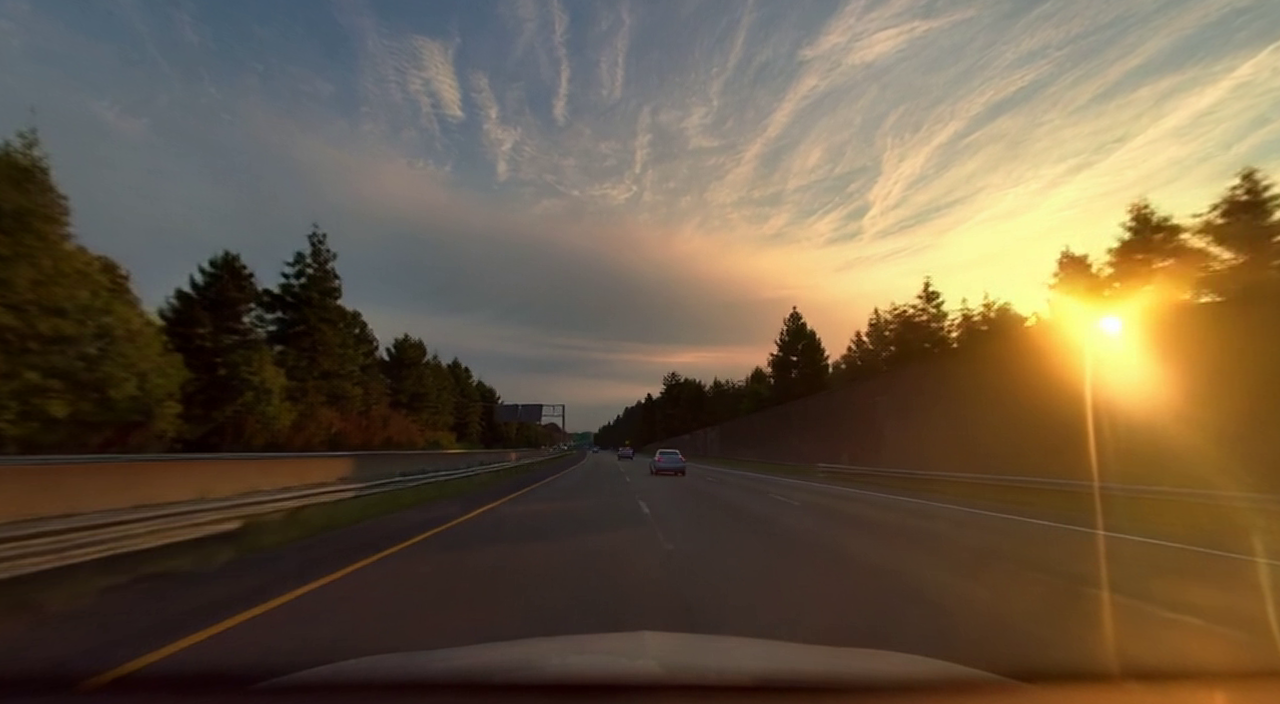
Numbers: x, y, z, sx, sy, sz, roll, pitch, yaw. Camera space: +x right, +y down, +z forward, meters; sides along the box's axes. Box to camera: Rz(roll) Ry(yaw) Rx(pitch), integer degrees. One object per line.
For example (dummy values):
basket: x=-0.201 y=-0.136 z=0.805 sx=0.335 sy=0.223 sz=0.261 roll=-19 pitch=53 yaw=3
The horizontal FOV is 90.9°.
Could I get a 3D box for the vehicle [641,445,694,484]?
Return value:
vehicle: x=1.162 y=4.983 z=28.126 sx=2.011 sy=1.590 sz=3.607 roll=0 pitch=-9 yaw=-3
